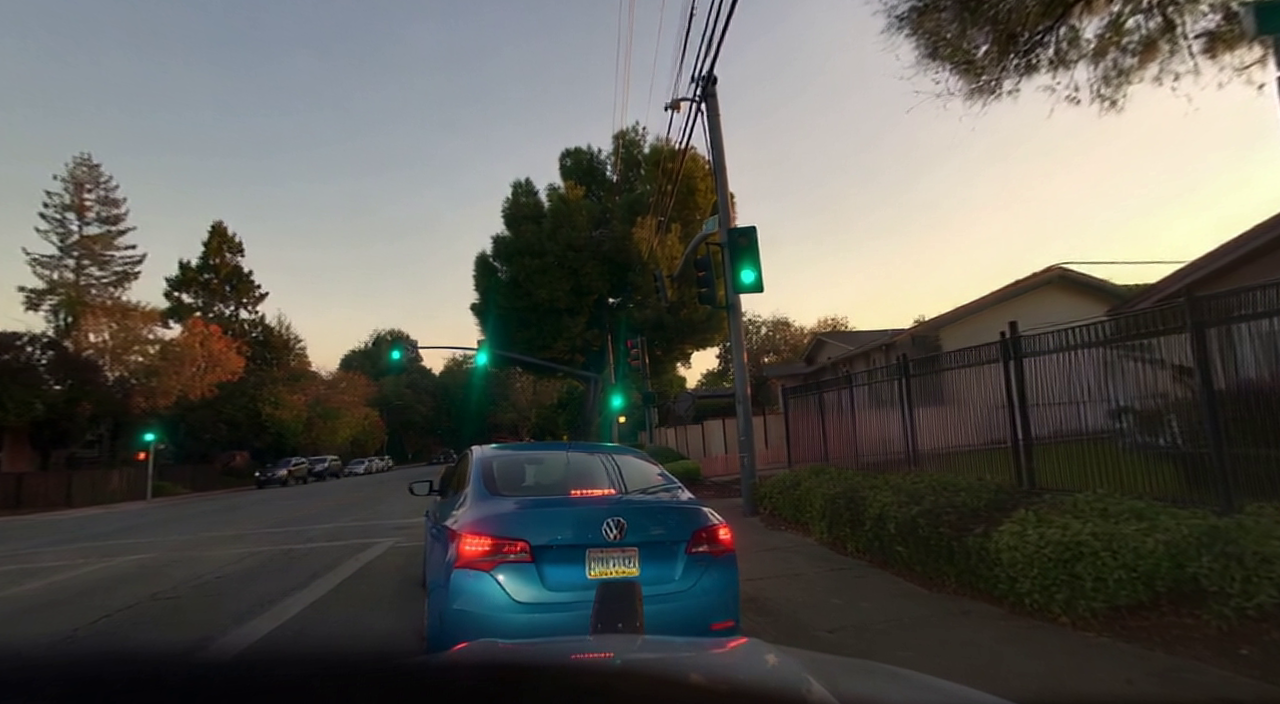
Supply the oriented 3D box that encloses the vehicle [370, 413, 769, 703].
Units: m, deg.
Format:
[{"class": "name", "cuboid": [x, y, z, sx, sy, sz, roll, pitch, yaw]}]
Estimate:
[{"class": "vehicle", "cuboid": [-0.588, 1.349, 5.134, 2.024, 1.502, 3.702, 1, -9, -8]}]
